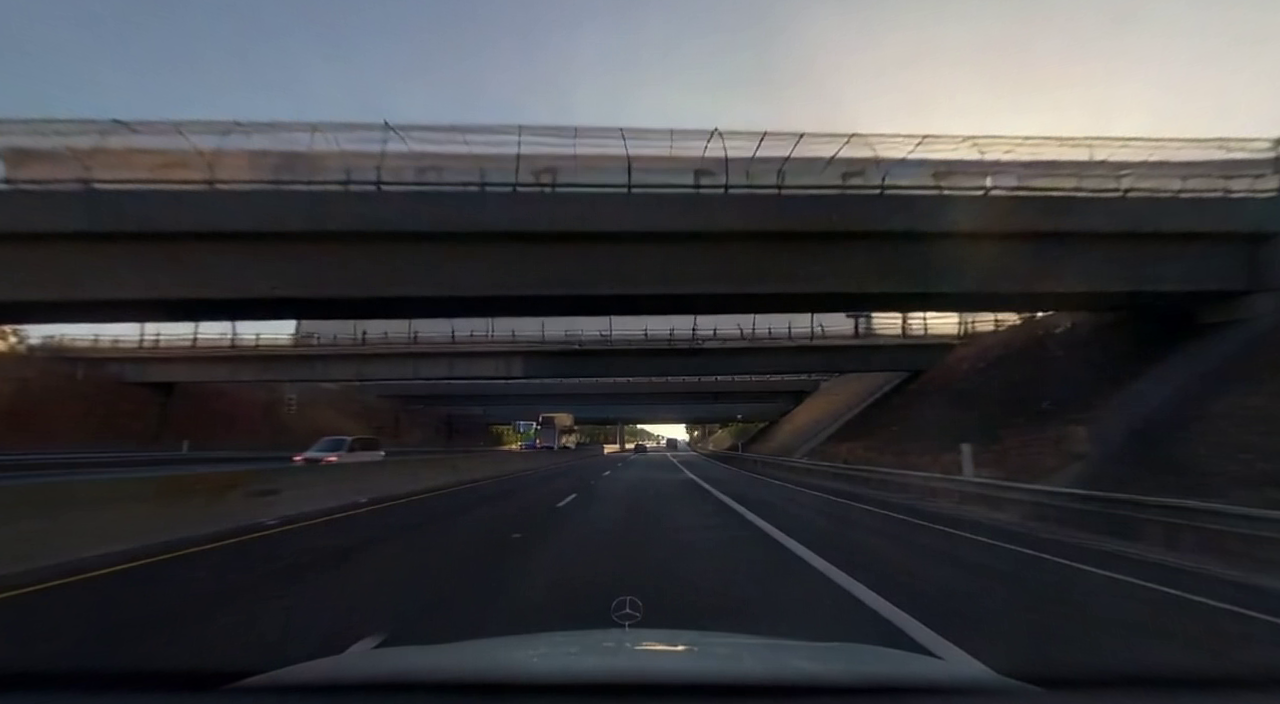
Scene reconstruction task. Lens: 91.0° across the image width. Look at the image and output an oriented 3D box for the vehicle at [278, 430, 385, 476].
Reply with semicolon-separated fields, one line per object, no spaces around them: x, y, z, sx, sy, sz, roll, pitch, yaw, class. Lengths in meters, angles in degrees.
-14.042;4.629;29.110;2.003;1.930;5.528;0;-8;2;vehicle
